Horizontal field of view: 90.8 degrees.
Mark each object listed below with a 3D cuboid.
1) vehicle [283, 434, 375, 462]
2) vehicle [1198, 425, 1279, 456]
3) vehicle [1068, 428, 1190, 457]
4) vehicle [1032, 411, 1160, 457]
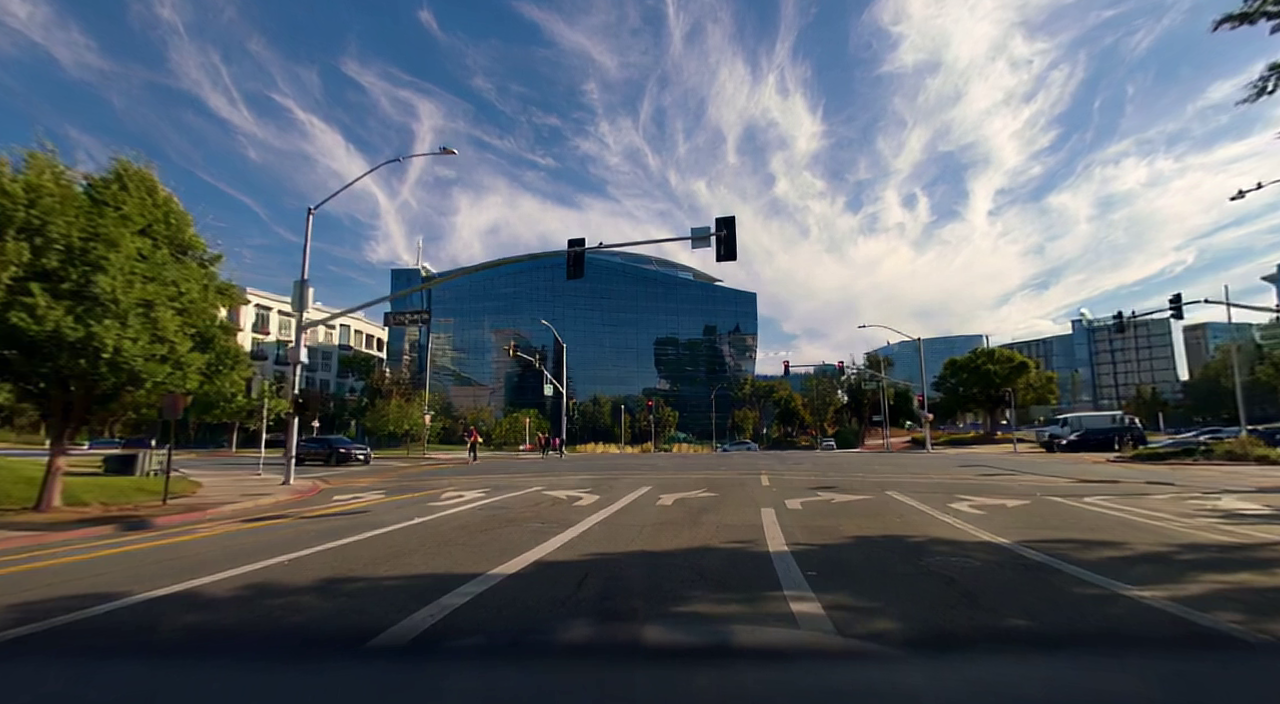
[{"bbox_3d":[-17.178,5.328,34.931,4.265,1.493,1.871,-2,-9,13],"label":"vehicle"},{"bbox_3d":[36.954,5.302,37.751,4.896,1.729,1.952,-2,-9,12],"label":"vehicle"},{"bbox_3d":[26.117,4.857,33.903,4.740,1.464,1.876,-2,-9,11],"label":"vehicle"},{"bbox_3d":[28.634,5.219,39.950,5.855,2.746,2.523,-2,-9,12],"label":"vehicle"}]
